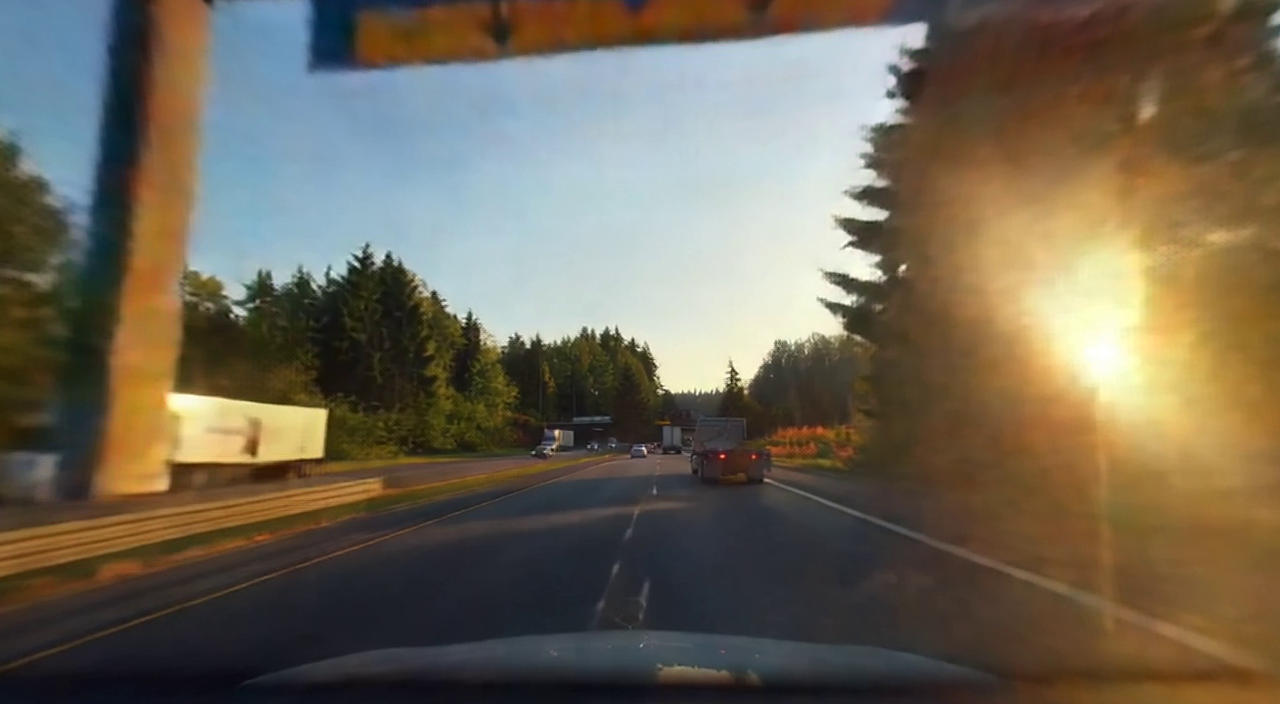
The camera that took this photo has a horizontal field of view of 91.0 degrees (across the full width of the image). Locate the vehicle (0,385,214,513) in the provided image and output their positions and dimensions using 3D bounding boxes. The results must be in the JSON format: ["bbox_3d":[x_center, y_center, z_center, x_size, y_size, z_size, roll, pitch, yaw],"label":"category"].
[{"bbox_3d":[-17.496,3.091,20.420,2.867,3.506,5.874,0,-8,2],"label":"vehicle"}]

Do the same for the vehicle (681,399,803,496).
[{"bbox_3d":[2.788,2.871,19.169,2.677,2.439,6.402,0,-8,1],"label":"vehicle"}]
